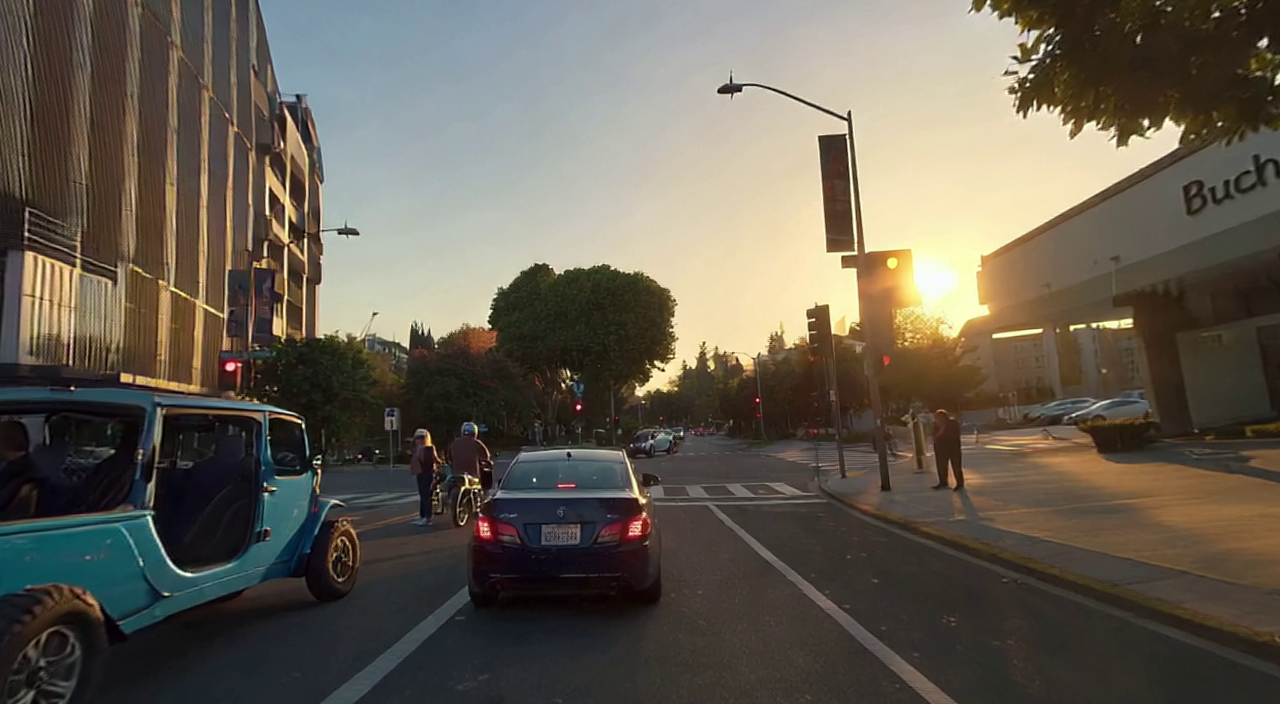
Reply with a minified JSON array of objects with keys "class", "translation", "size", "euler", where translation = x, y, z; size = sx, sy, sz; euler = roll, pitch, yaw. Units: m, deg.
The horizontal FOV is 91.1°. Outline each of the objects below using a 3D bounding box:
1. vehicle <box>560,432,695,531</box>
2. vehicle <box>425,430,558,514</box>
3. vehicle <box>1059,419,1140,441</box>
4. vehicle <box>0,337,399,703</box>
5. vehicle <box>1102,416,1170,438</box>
[{"class":"vehicle","translation":[-0.164,2.252,11.532],"size":[2.025,1.458,4.085],"euler":[0,-8,1]},{"class":"vehicle","translation":[-3.172,2.650,14.354],"size":[1.935,1.615,4.073],"euler":[-1,-8,2]},{"class":"vehicle","translation":[30.758,5.265,42.067],"size":[1.751,1.420,4.027],"euler":[8,-12,-43]},{"class":"vehicle","translation":[-3.611,1.131,4.443],"size":[2.000,1.809,4.405],"euler":[0,-8,1]},{"class":"vehicle","translation":[36.771,5.595,46.559],"size":[1.625,1.449,3.557],"euler":[6,-11,-38]}]
